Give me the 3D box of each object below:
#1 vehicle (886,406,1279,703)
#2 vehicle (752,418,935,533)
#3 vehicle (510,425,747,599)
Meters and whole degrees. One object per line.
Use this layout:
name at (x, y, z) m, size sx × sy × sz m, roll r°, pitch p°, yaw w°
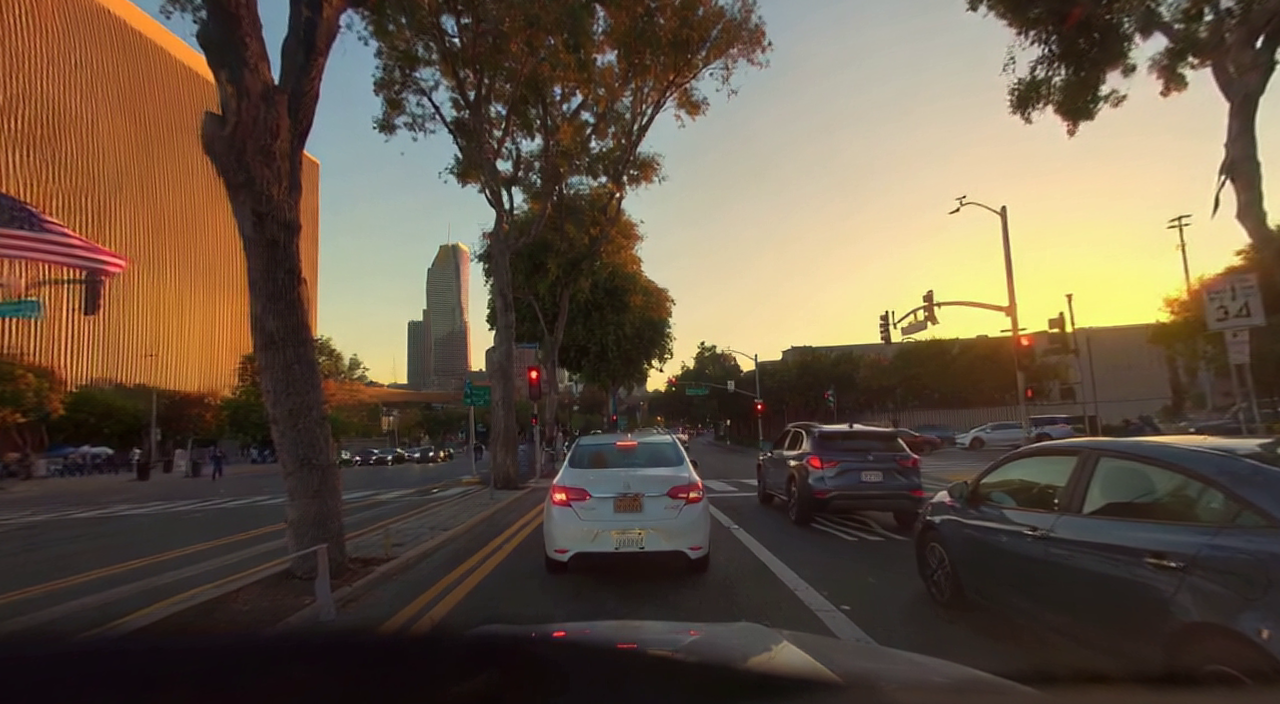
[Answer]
vehicle at (3.379, 1.190, 4.073) m, size 1.833 × 1.465 × 4.258 m, roll 0°, pitch -8°, yaw -1°
vehicle at (3.529, 2.227, 12.021) m, size 1.978 × 1.738 × 4.599 m, roll 0°, pitch -8°, yaw 1°
vehicle at (-0.112, 1.699, 7.550) m, size 2.096 × 1.521 × 3.747 m, roll 0°, pitch -8°, yaw 0°
